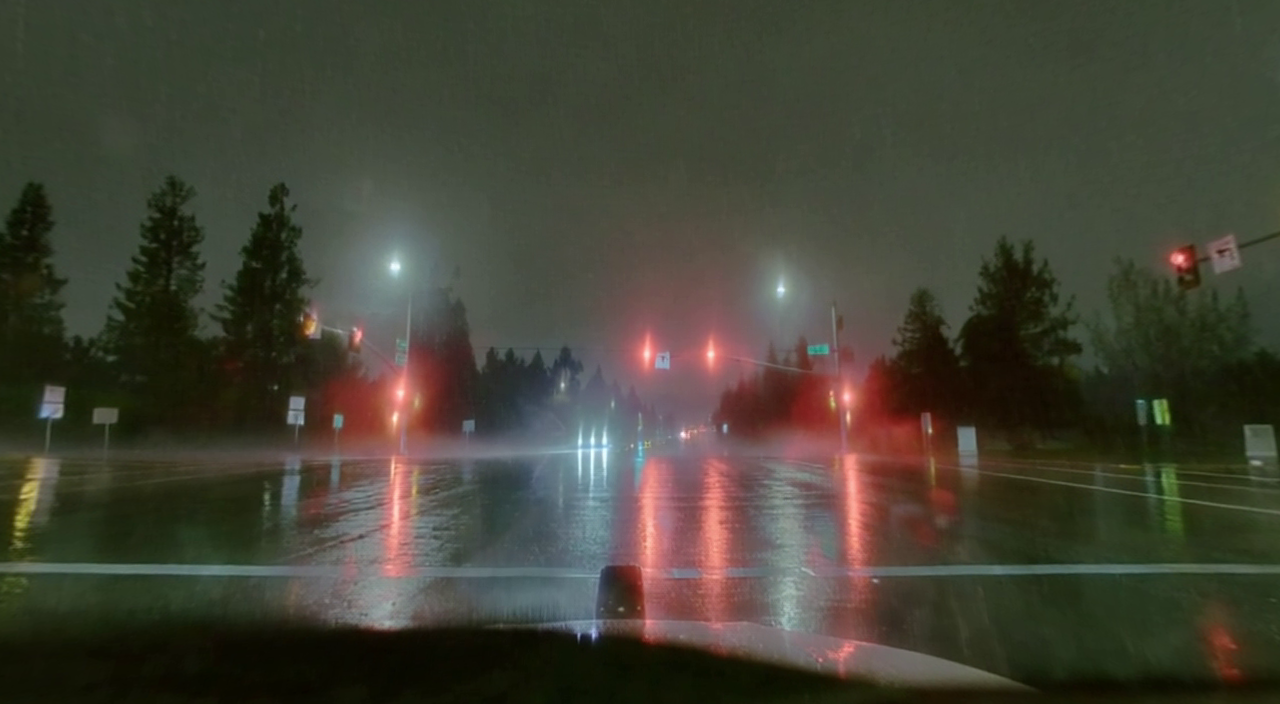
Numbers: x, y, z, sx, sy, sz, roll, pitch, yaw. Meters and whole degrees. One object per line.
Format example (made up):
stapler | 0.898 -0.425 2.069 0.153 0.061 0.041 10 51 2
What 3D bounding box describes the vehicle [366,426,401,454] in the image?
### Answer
vehicle | -19.993 6.848 48.879 1.873 2.079 2.879 5 -10 -32
